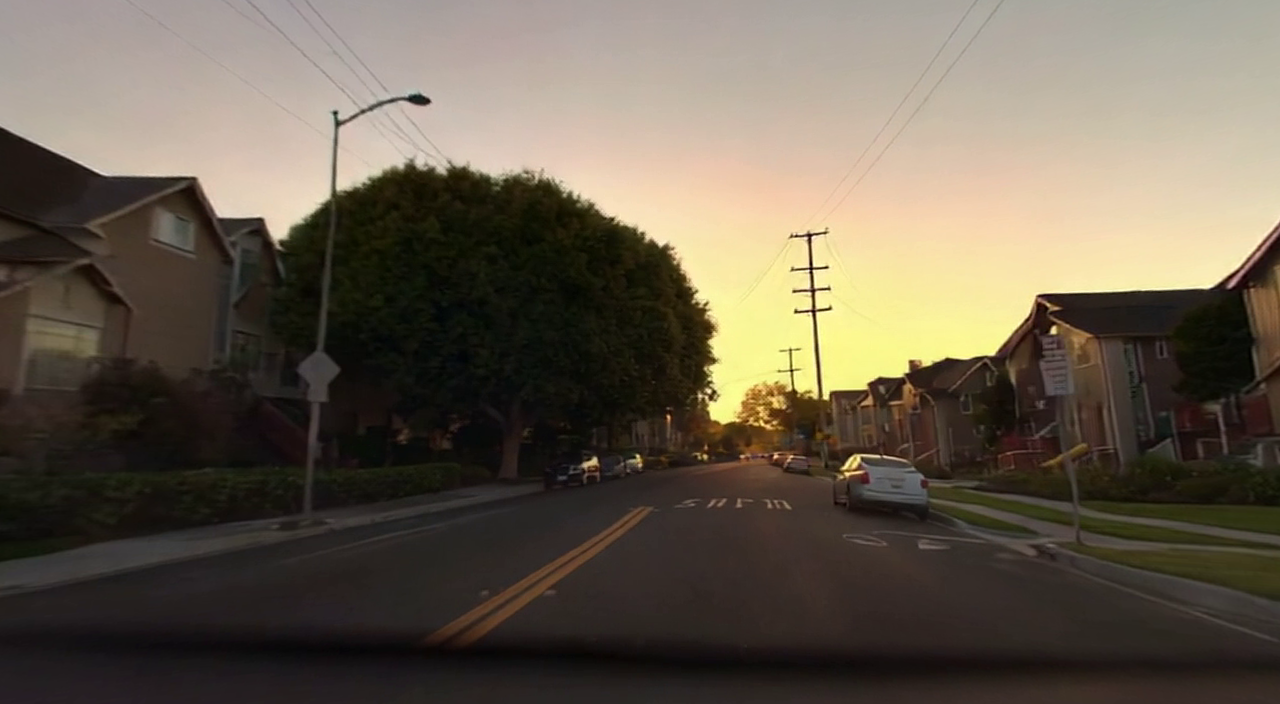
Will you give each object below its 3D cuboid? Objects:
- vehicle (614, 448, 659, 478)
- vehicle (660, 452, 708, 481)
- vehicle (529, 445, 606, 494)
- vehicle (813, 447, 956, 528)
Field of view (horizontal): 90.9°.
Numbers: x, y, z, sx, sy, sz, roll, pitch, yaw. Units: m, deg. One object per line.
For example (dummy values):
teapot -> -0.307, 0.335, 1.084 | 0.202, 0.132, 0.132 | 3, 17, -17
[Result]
vehicle -> -0.162, 7.377, 42.083 | 2.120, 1.799, 5.370 | -2, -9, 9
vehicle -> 2.512, 6.271, 34.838 | 2.079, 1.441, 4.541 | -2, -9, 11
vehicle -> -2.909, 4.835, 26.312 | 2.027, 1.695, 4.437 | -5, -9, 8
vehicle -> 5.202, 2.882, 14.137 | 2.014, 1.482, 4.599 | -1, -9, 9
